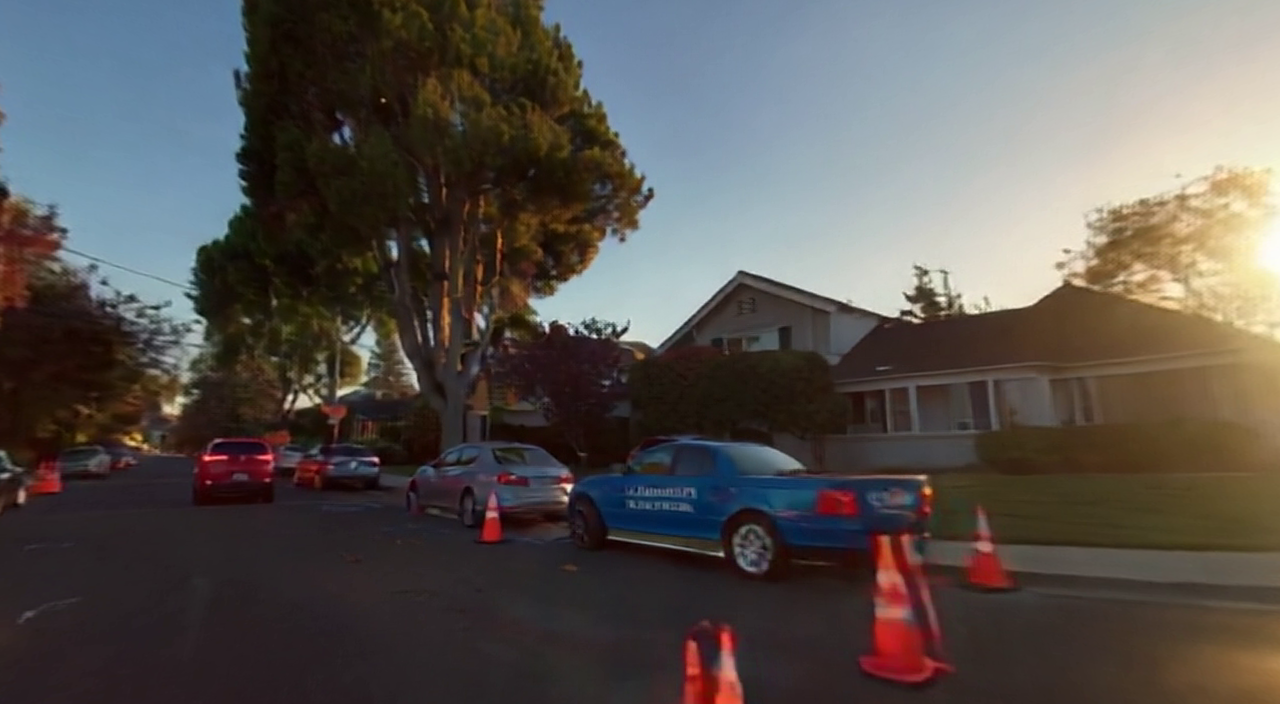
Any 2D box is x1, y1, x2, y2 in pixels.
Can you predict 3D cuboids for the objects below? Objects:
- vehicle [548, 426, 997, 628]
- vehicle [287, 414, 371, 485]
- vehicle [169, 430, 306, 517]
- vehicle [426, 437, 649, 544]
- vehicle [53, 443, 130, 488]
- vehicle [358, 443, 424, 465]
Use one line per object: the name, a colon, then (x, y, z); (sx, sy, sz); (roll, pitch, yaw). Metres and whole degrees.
vehicle: (1.126, 1.718, 7.455); (2.400, 1.515, 4.710); (6, -11, -36)
vehicle: (-14.432, 4.480, 29.133); (2.268, 2.900, 5.980); (6, -11, -36)
vehicle: (-9.734, 2.808, 15.153); (2.350, 1.748, 4.094); (6, -10, -36)
vehicle: (-2.167, 2.379, 11.894); (1.996, 1.497, 5.022); (5, -9, -37)
vehicle: (-25.650, 5.245, 29.714); (2.241, 1.822, 4.728); (4, -9, -36)
vehicle: (-19.431, 7.958, 49.357); (4.486, 1.629, 1.792); (5, -10, -33)
